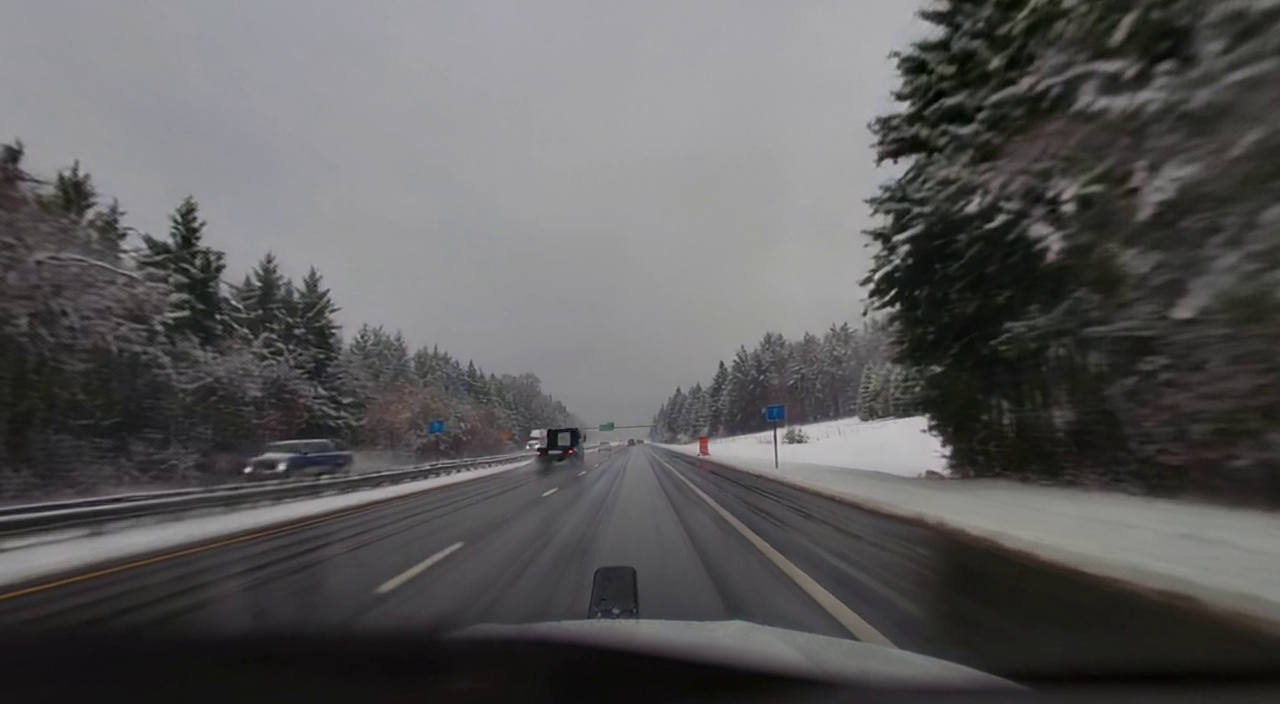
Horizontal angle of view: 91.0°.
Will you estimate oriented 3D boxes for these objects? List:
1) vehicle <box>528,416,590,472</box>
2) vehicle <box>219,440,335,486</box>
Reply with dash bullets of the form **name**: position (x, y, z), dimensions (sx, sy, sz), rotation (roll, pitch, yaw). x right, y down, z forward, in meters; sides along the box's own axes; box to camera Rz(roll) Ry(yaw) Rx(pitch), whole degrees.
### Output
- **vehicle**: position (-4.077, 4.778, 32.805), dimensions (2.484, 2.625, 5.907), rotation (0, -8, 0)
- **vehicle**: position (-16.977, 5.184, 29.845), dimensions (2.242, 1.934, 5.464), rotation (-1, -8, 0)
